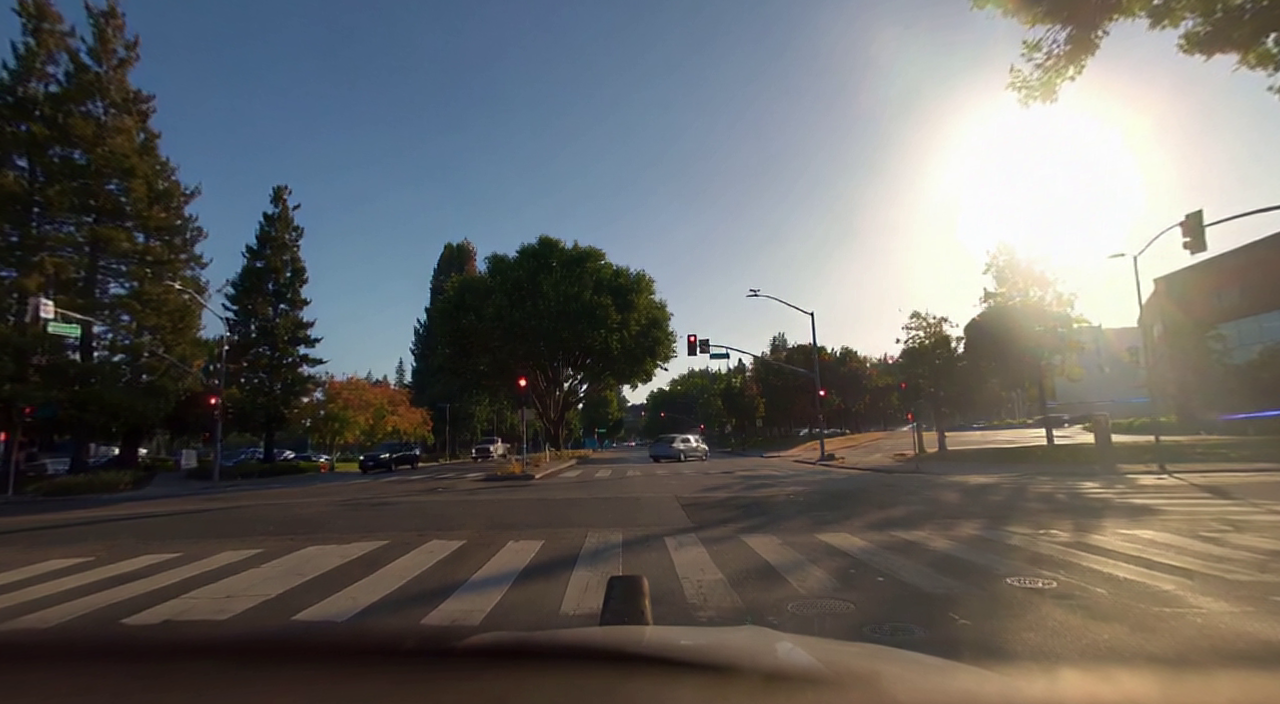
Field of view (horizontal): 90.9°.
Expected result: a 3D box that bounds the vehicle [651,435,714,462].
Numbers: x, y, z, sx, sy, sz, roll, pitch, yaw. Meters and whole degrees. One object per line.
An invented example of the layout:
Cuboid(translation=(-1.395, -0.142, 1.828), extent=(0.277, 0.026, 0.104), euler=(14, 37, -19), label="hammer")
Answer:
Cuboid(translation=(2.594, 5.712, 37.368), extent=(2.521, 1.522, 4.418), euler=(-3, -9, 20), label="vehicle")

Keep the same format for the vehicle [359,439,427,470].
Cuboid(translation=(-14.797, 6.159, 38.024), extent=(2.169, 1.753, 4.640), euler=(0, -8, 0), label="vehicle")
